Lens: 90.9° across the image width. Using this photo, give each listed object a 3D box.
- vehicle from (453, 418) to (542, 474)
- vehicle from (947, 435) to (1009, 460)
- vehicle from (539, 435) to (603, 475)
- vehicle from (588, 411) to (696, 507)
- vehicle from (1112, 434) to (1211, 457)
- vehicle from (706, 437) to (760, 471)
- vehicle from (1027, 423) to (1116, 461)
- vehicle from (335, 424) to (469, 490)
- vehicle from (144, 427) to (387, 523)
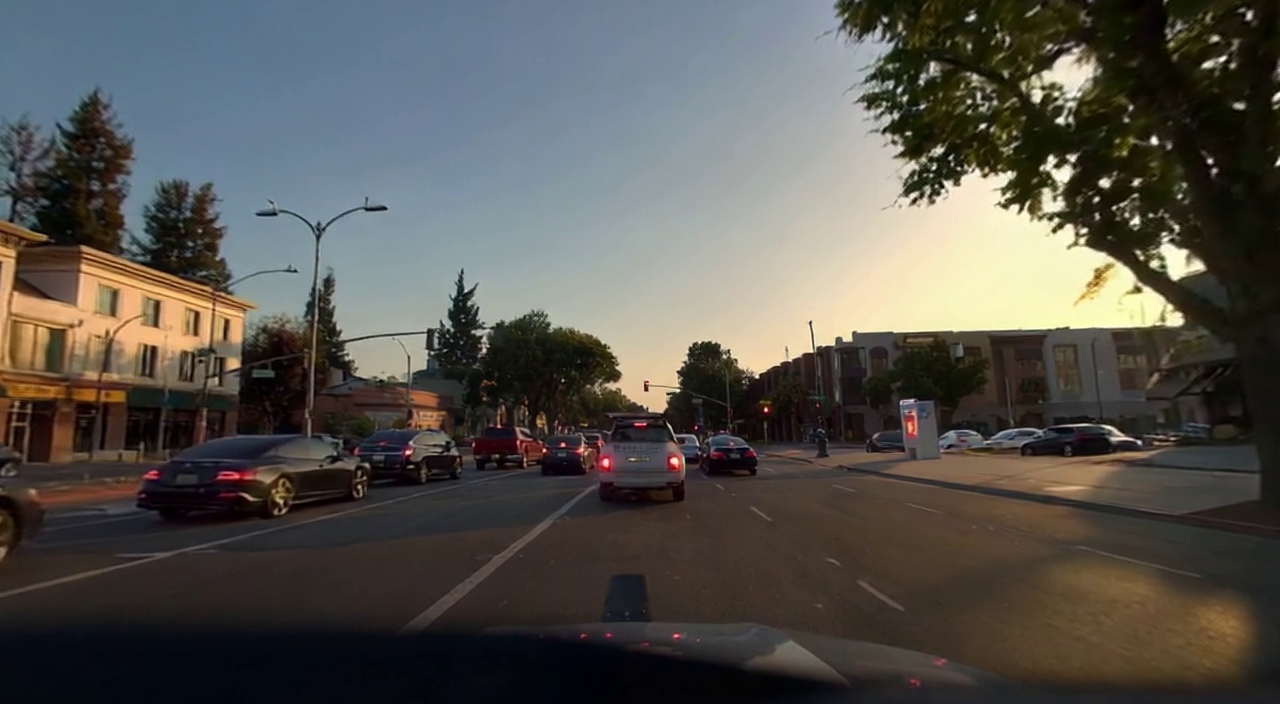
[{"bbox_3d":[-5.802,3.933,26.364,2.496,2.112,4.351,0,-8,3],"label":"vehicle"},{"bbox_3d":[21.251,5.990,39.585,3.836,1.443,1.694,5,-10,-33],"label":"vehicle"},{"bbox_3d":[-2.674,4.136,25.423,1.894,1.461,4.080,0,-8,3],"label":"vehicle"},{"bbox_3d":[0.065,2.372,14.274,2.064,1.817,4.298,0,-8,1],"label":"vehicle"},{"bbox_3d":[30.440,5.475,36.867,4.176,1.313,1.719,0,-8,3],"label":"vehicle"},{"bbox_3d":[4.222,4.702,29.308,2.023,1.441,4.240,0,-8,2],"label":"vehicle"},{"bbox_3d":[20.198,4.203,29.467,4.156,1.622,1.924,6,-10,-34],"label":"vehicle"},{"bbox_3d":[-6.633,2.979,18.201,1.941,1.655,4.503,0,-8,2],"label":"vehicle"},{"bbox_3d":[-6.662,2.215,11.925,1.831,1.451,4.382,0,-8,1],"label":"vehicle"}]
